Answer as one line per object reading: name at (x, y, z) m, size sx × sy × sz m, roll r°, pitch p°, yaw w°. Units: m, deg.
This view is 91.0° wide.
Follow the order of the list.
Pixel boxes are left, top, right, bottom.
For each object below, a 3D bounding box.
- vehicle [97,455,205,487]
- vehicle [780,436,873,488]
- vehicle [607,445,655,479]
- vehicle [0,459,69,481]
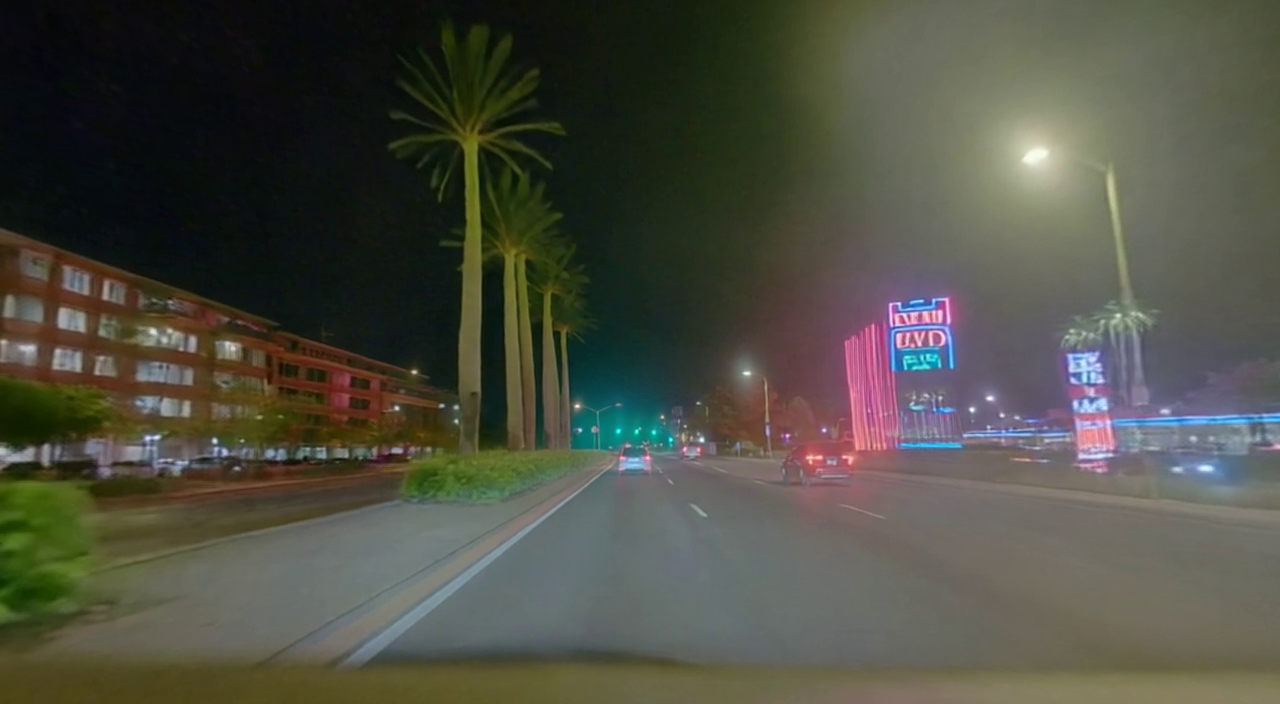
vehicle at (-24.408, 5.921, 31.507) m, size 3.898 × 1.459 × 1.680 m, roll 1°, pitch -8°, yaw -2°
vehicle at (6.430, 3.833, 22.202) m, size 1.949 × 1.647 × 3.894 m, roll 0°, pitch -8°, yaw -2°
vehicle at (-0.373, 4.775, 27.605) m, size 1.970 × 1.402 × 3.756 m, roll 0°, pitch -8°, yaw 0°
vehicle at (-45.532, 8.756, 46.847) m, size 4.103 × 1.568 × 1.869 m, roll 0°, pitch -8°, yaw -1°
